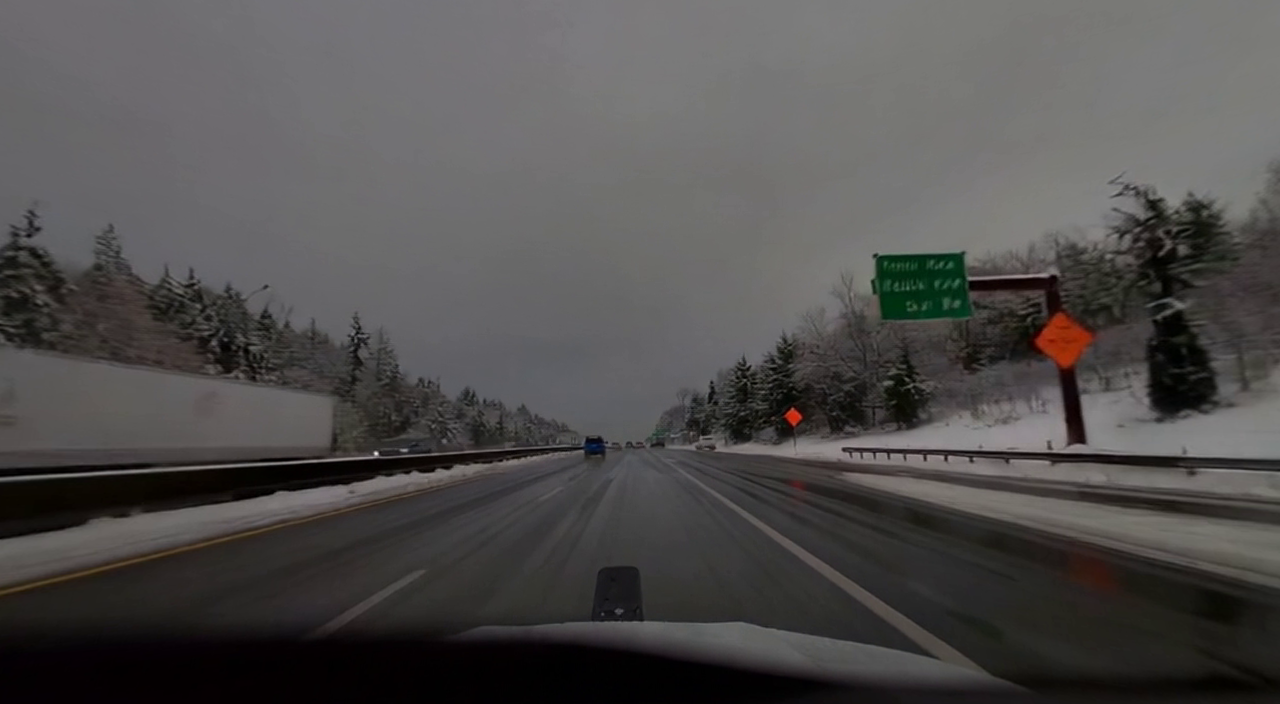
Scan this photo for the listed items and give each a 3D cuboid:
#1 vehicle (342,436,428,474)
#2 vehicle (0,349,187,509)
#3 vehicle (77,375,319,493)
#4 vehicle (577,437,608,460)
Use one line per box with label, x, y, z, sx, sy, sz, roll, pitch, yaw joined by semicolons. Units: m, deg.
vehicle;-12.514;5.076;31.211;2.197;1.702;4.842;0;-8;0
vehicle;-16.579;1.872;15.164;2.934;3.737;10.958;0;-8;1
vehicle;-16.530;3.272;24.746;2.910;3.732;8.947;-1;-8;0
vehicle;-3.560;7.315;47.887;2.125;1.662;4.336;0;-8;-1
